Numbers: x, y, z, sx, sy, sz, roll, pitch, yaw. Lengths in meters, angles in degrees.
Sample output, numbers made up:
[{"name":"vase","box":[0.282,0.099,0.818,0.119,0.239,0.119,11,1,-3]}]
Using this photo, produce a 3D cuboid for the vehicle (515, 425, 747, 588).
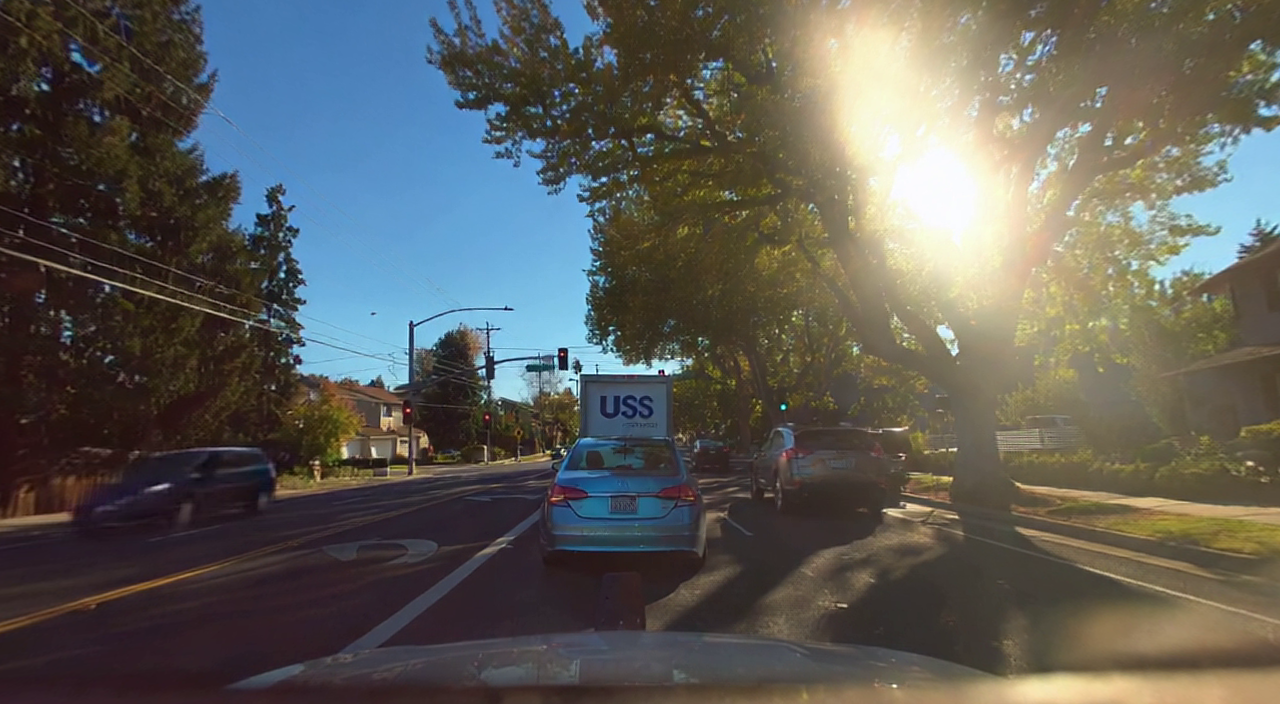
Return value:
[{"name":"vehicle","box":[-0.137,1.732,7.986,2.135,1.483,4.207,0,-8,-2]}]

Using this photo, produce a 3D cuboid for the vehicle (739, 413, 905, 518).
[{"name":"vehicle","box":[3.595,2.346,13.526,2.145,1.847,4.524,0,-8,-1]}]

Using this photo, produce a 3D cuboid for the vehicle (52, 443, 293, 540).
[{"name":"vehicle","box":[-9.725,2.854,13.719,1.857,1.682,4.393,-2,-8,0]}]
